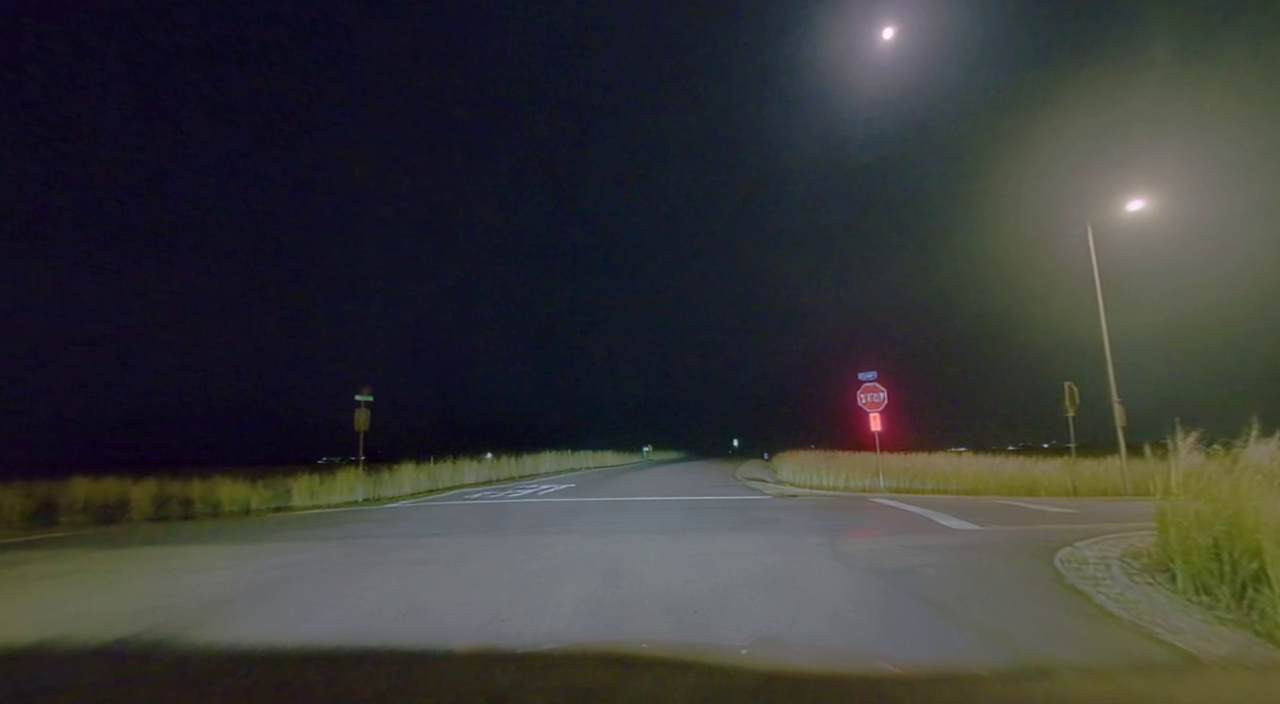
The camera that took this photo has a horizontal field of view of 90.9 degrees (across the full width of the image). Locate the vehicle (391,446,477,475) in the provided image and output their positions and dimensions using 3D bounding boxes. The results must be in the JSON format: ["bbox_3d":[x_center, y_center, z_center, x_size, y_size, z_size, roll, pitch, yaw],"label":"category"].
[{"bbox_3d":[-12.685,6.682,39.015,4.590,1.735,1.973,-1,-9,3],"label":"vehicle"}]
